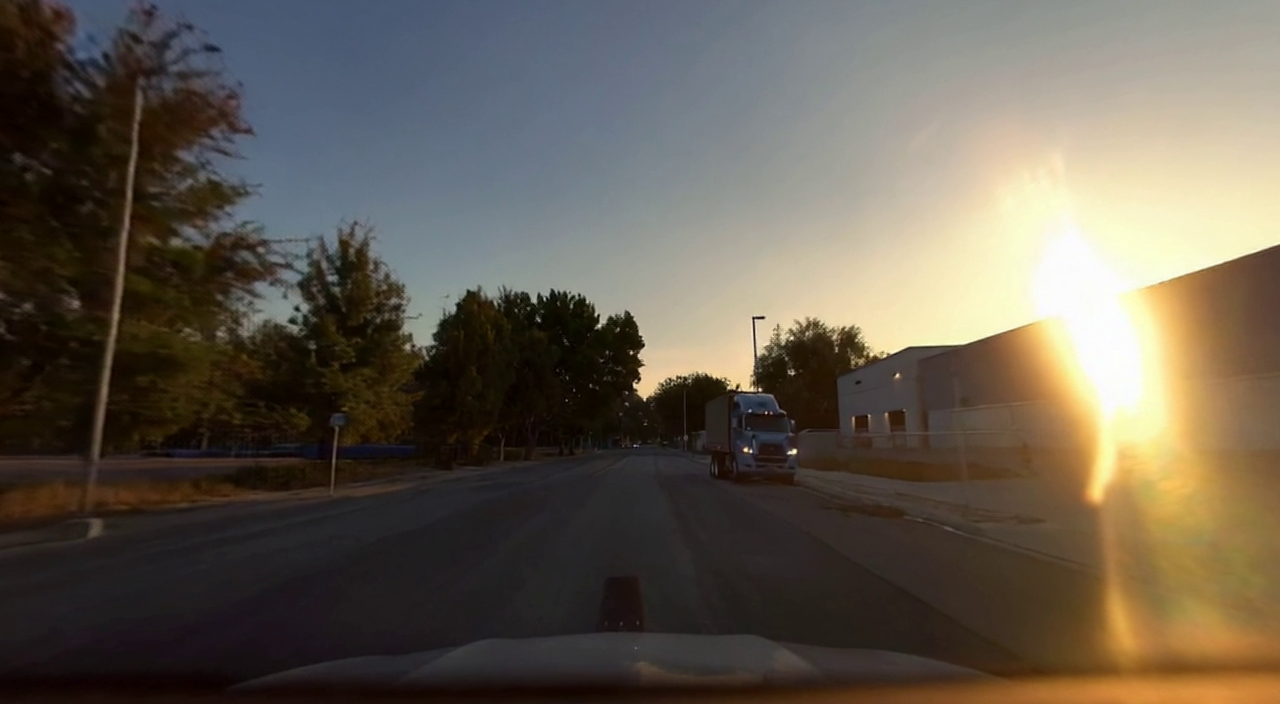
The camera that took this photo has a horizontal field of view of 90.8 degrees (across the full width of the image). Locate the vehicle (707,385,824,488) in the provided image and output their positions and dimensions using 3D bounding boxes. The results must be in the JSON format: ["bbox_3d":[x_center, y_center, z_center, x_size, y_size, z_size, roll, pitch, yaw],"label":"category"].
[{"bbox_3d":[4.382,3.185,23.646,3.019,3.303,6.252,0,-8,-1],"label":"vehicle"}]
